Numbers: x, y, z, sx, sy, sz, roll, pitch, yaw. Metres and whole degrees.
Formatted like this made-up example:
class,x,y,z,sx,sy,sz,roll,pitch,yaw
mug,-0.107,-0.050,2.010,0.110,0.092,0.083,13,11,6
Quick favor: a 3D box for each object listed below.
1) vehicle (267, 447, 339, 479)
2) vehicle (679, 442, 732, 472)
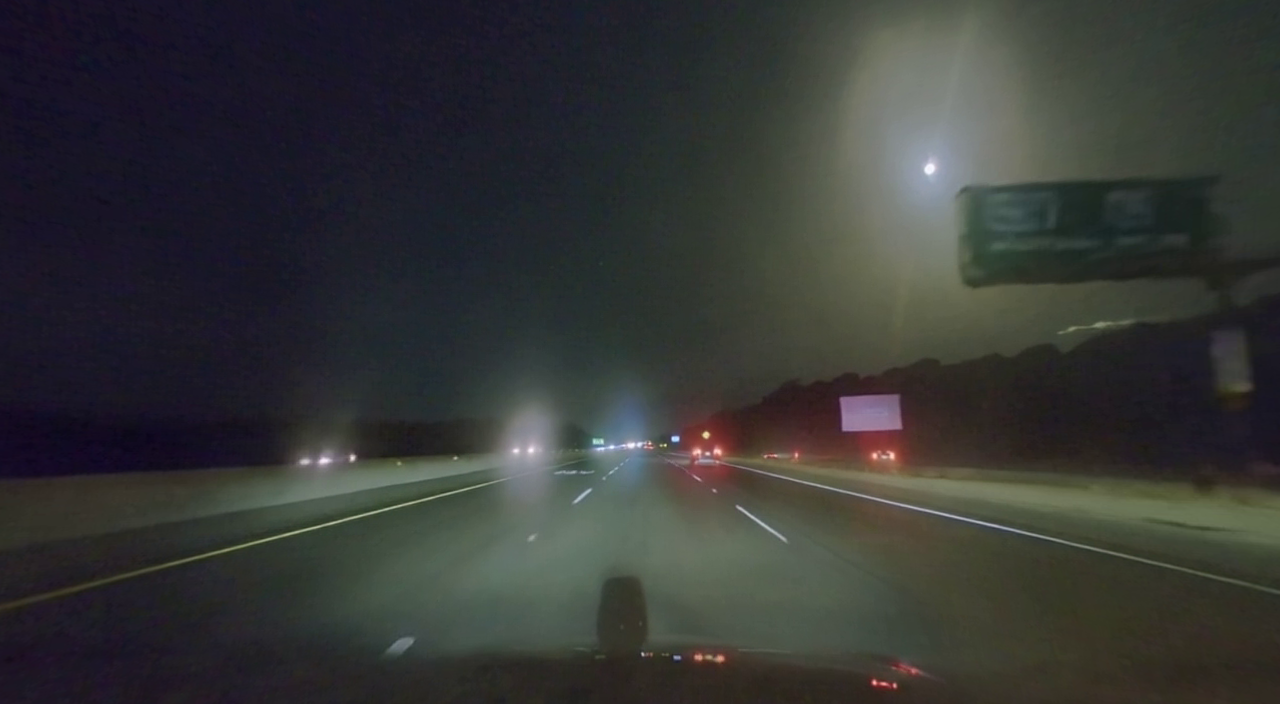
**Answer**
class,x,y,z,sx,sy,sz,roll,pitch,yaw
vehicle,-21.435,7.055,40.364,1.997,1.864,4.728,0,-8,0
vehicle,3.345,5.463,33.028,2.193,1.462,4.533,0,-8,-1
